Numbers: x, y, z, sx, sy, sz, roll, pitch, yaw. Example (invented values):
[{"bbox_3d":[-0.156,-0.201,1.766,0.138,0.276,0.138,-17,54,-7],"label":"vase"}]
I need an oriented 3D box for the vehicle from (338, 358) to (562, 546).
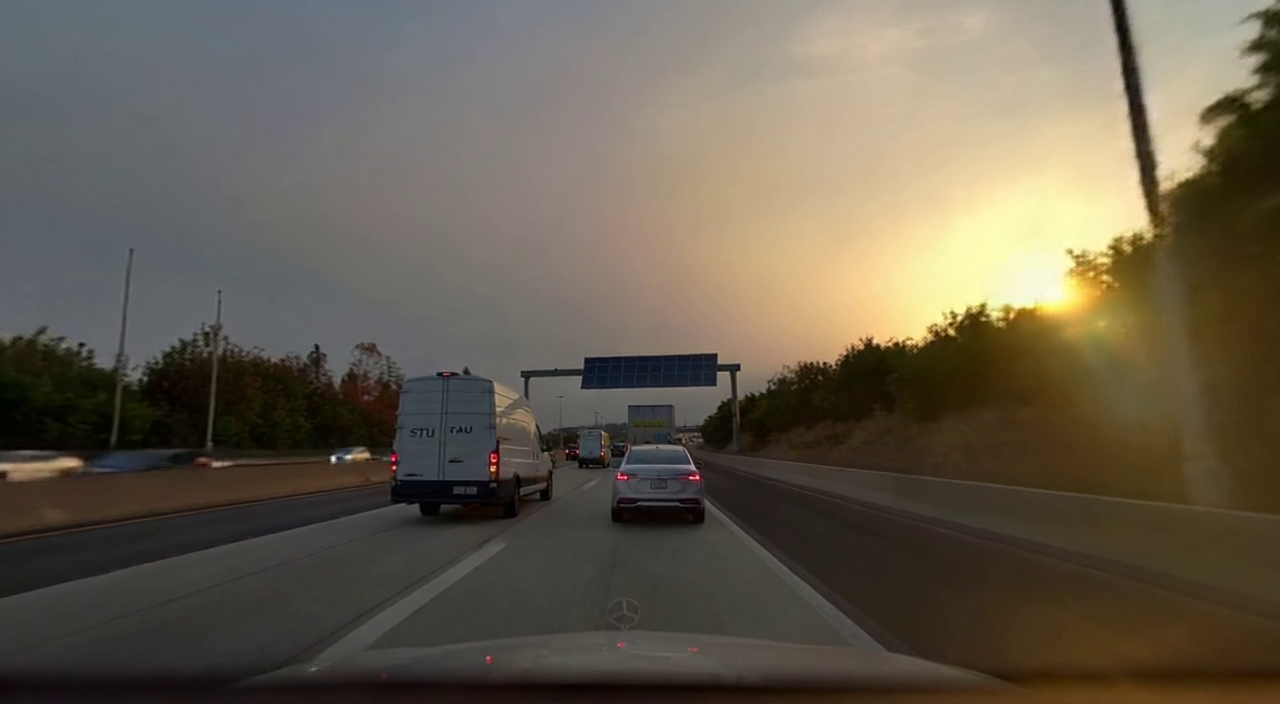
[{"bbox_3d":[-3.199,1.970,12.681,2.289,2.757,6.726,0,-9,1],"label":"vehicle"}]

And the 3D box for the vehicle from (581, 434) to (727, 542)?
[{"bbox_3d":[0.185,2.201,10.742,2.063,1.507,3.488,0,-9,0],"label":"vehicle"}]
